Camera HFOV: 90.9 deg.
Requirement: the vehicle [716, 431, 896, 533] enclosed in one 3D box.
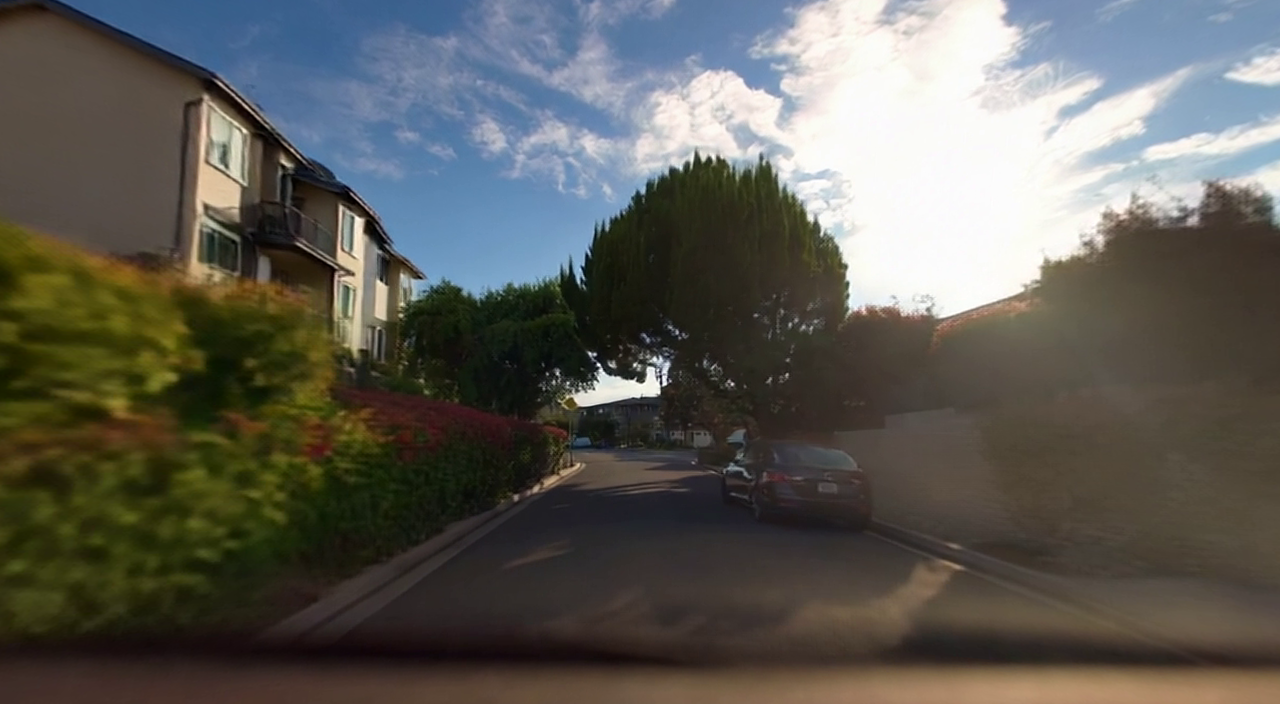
[{"bbox_3d":[2.738,2.208,11.476,1.955,1.498,4.046,0,-8,-3],"label":"vehicle"}]
